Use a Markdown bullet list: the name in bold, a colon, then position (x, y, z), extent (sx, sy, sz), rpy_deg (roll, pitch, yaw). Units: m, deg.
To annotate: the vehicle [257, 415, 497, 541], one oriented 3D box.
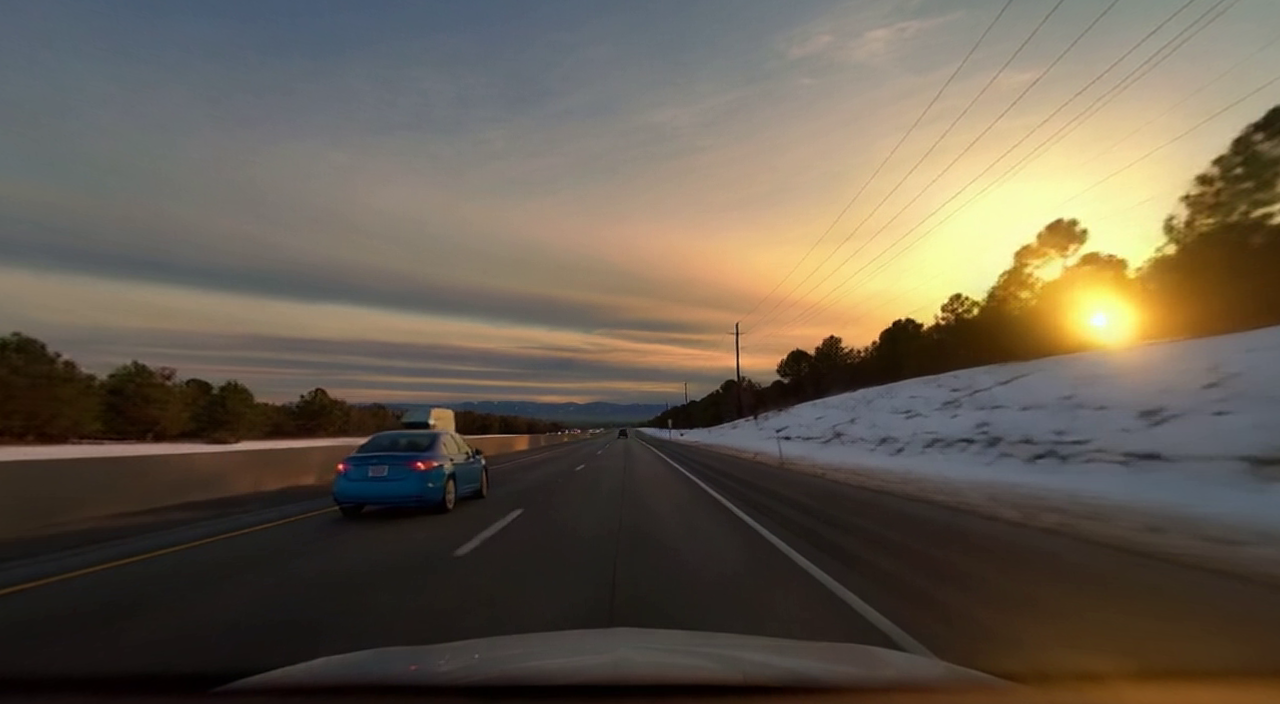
- **vehicle**: position (-3.677, 1.811, 9.740), extent (1.999, 1.536, 3.969), rpy_deg (0, -8, 0)
